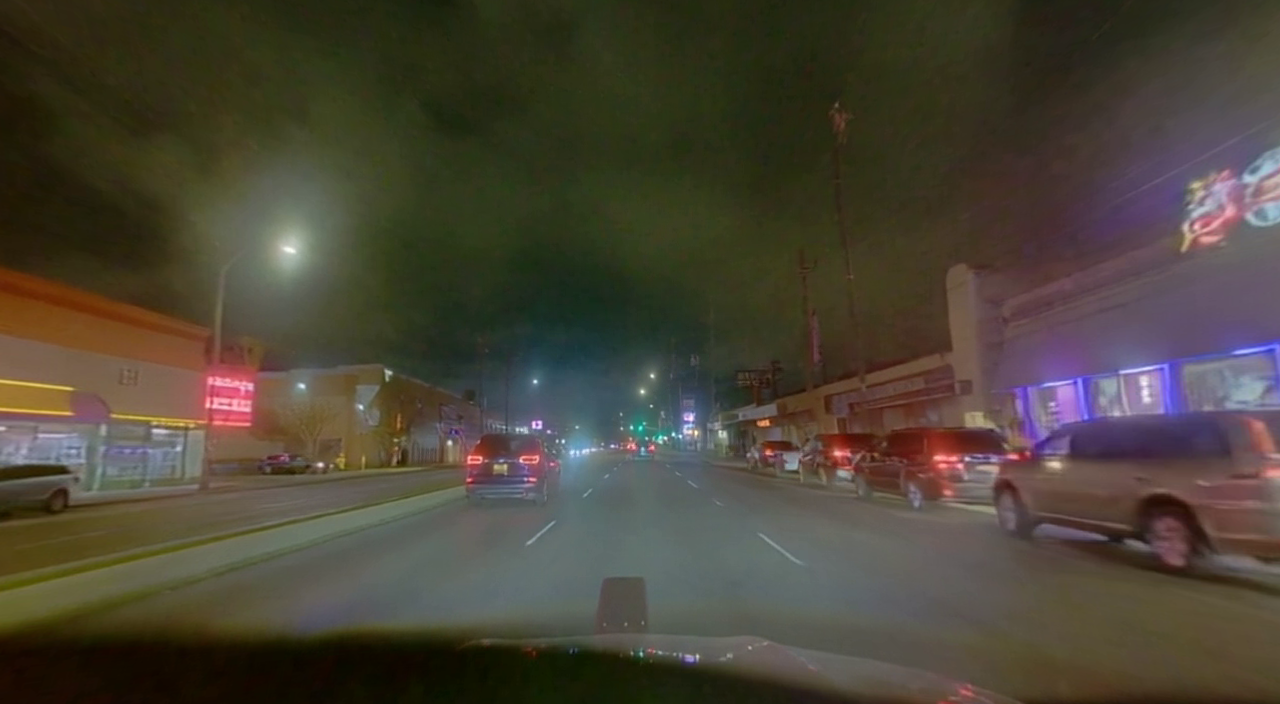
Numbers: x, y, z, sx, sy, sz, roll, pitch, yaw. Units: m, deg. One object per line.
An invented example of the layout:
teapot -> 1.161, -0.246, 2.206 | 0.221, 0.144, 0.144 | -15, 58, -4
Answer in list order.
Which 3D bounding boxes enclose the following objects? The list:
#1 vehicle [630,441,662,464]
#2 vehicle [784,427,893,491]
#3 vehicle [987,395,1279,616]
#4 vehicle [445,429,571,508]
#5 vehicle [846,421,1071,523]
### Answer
vehicle -> 0.374, 6.791, 42.836 | 2.037, 1.484, 4.073 | 0, -9, 0
vehicle -> 6.429, 3.530, 21.082 | 2.128, 1.900, 4.724 | 0, -9, 0
vehicle -> 6.384, 1.579, 7.221 | 1.985, 1.835, 4.936 | 0, -9, 0
vehicle -> -3.033, 2.801, 15.599 | 2.049, 1.646, 4.445 | 0, -9, 2
vehicle -> 6.490, 2.519, 13.802 | 2.203, 1.797, 5.165 | 0, -9, 0
